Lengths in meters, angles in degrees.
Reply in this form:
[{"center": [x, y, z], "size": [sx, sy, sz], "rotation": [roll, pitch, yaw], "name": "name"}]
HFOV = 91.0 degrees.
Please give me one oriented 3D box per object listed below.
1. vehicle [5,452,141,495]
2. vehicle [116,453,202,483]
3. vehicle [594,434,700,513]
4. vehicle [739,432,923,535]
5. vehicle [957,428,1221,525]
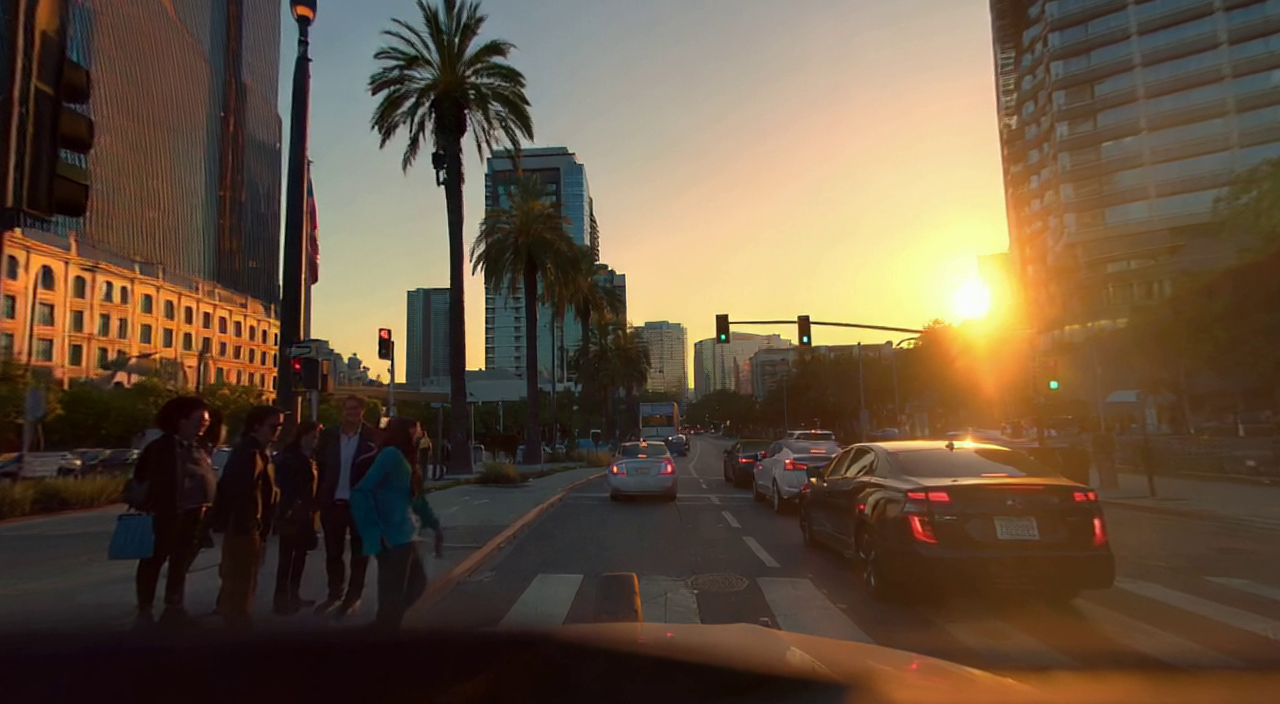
[{"center": [-26.699, 5.711, 29.925], "size": [2.105, 1.793, 4.812], "rotation": [0, -9, -3], "name": "vehicle"}, {"center": [-30.448, 7.340, 40.035], "size": [1.946, 1.696, 4.595], "rotation": [0, -9, -2], "name": "vehicle"}, {"center": [0.164, 2.616, 14.010], "size": [2.048, 1.503, 3.681], "rotation": [0, -9, 1], "name": "vehicle"}, {"center": [3.122, 2.245, 11.367], "size": [1.913, 1.469, 4.425], "rotation": [0, -9, 0], "name": "vehicle"}, {"center": [8.174, 2.280, 12.095], "size": [1.859, 1.508, 4.259], "rotation": [0, -9, -1], "name": "vehicle"}]
